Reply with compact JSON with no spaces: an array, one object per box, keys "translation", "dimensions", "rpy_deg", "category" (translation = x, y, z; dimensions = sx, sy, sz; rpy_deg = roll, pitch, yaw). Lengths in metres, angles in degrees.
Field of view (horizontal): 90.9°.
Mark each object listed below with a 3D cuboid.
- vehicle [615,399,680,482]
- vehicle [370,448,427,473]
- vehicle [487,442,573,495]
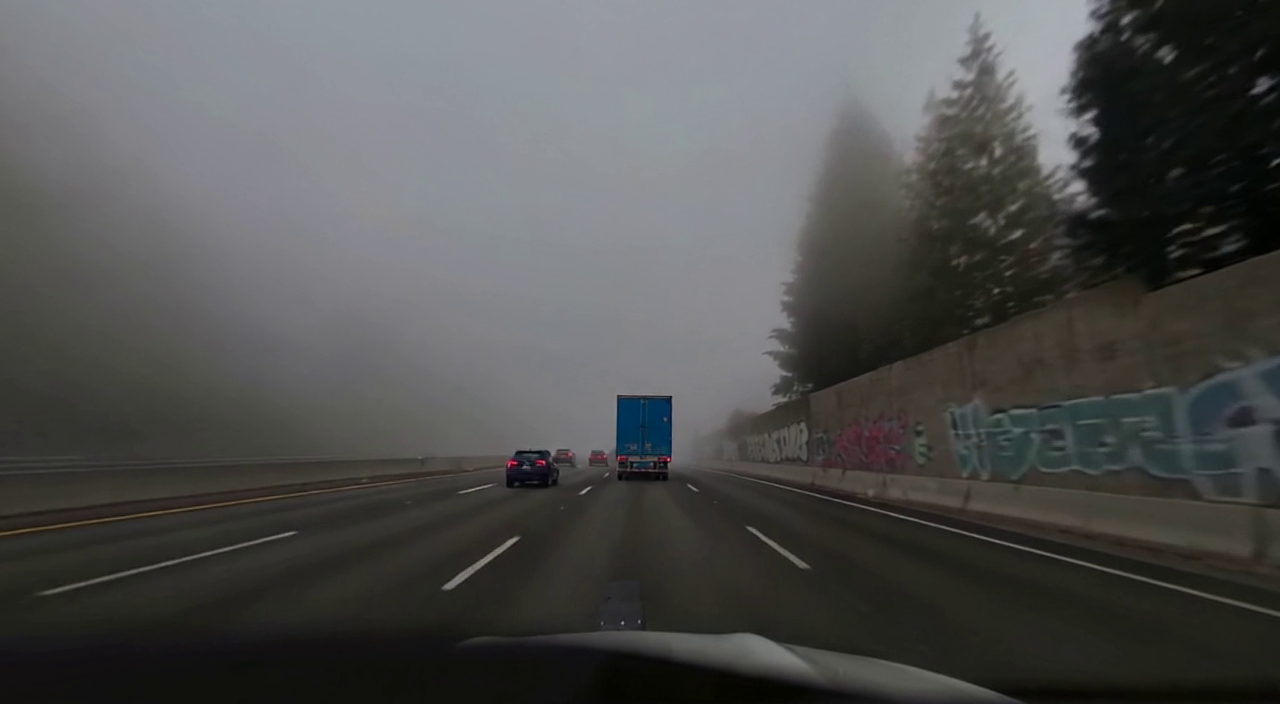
[{"translation":[0.219,4.703,33.107],"dimensions":[2.915,3.661,9.741],"rpy_deg":[0,-9,-1],"category":"vehicle"},{"translation":[-14.577,6.572,38.258],"dimensions":[1.785,1.439,4.008],"rpy_deg":[0,-9,0],"category":"vehicle"},{"translation":[-3.464,3.760,20.634],"dimensions":[2.020,1.505,4.171],"rpy_deg":[0,-9,1],"category":"vehicle"}]
